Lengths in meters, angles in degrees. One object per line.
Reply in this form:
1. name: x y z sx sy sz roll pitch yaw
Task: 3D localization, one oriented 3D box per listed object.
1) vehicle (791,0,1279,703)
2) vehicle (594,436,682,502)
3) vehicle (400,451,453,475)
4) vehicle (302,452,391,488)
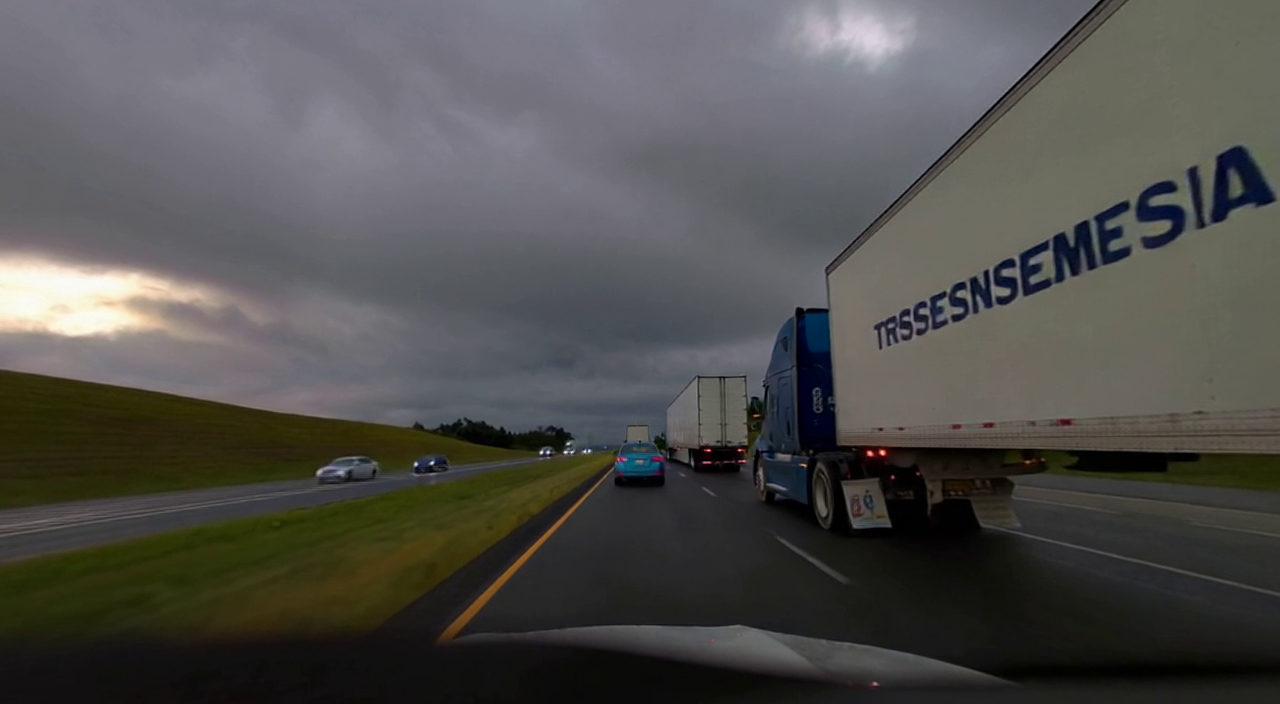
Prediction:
1. vehicle: 4.342 -0.462 2.857 3.410 4.438 14.410 0 -8 -1
2. vehicle: -0.073 2.992 16.578 2.045 1.507 3.763 -1 -8 -1
3. vehicle: -14.911 7.773 44.144 2.081 1.476 4.233 -1 -8 2
4. vehicle: -14.263 5.725 30.930 2.046 1.490 4.634 -1 -8 2
